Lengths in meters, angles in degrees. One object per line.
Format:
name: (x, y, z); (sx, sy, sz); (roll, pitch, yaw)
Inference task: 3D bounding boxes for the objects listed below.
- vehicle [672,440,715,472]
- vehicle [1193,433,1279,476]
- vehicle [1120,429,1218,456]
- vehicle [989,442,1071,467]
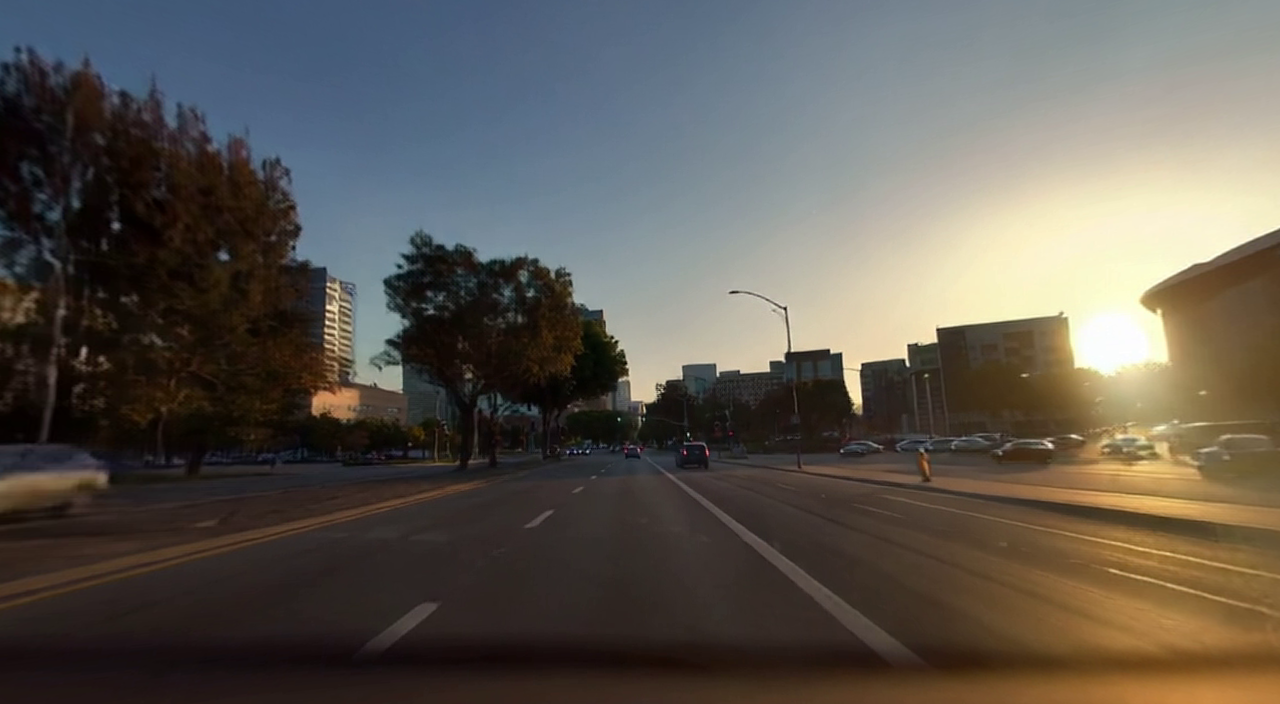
vehicle: (3.120, 6.227, 37.970); (2.069, 1.761, 4.610); (0, -8, -1)
vehicle: (22.973, 3.686, 22.900); (3.845, 1.471, 2.043); (0, -8, 0)
vehicle: (34.307, 5.890, 41.056); (4.444, 1.641, 2.006); (0, -9, 0)
vehicle: (23.147, 6.081, 37.545); (3.661, 1.417, 1.783); (0, -8, -1)
